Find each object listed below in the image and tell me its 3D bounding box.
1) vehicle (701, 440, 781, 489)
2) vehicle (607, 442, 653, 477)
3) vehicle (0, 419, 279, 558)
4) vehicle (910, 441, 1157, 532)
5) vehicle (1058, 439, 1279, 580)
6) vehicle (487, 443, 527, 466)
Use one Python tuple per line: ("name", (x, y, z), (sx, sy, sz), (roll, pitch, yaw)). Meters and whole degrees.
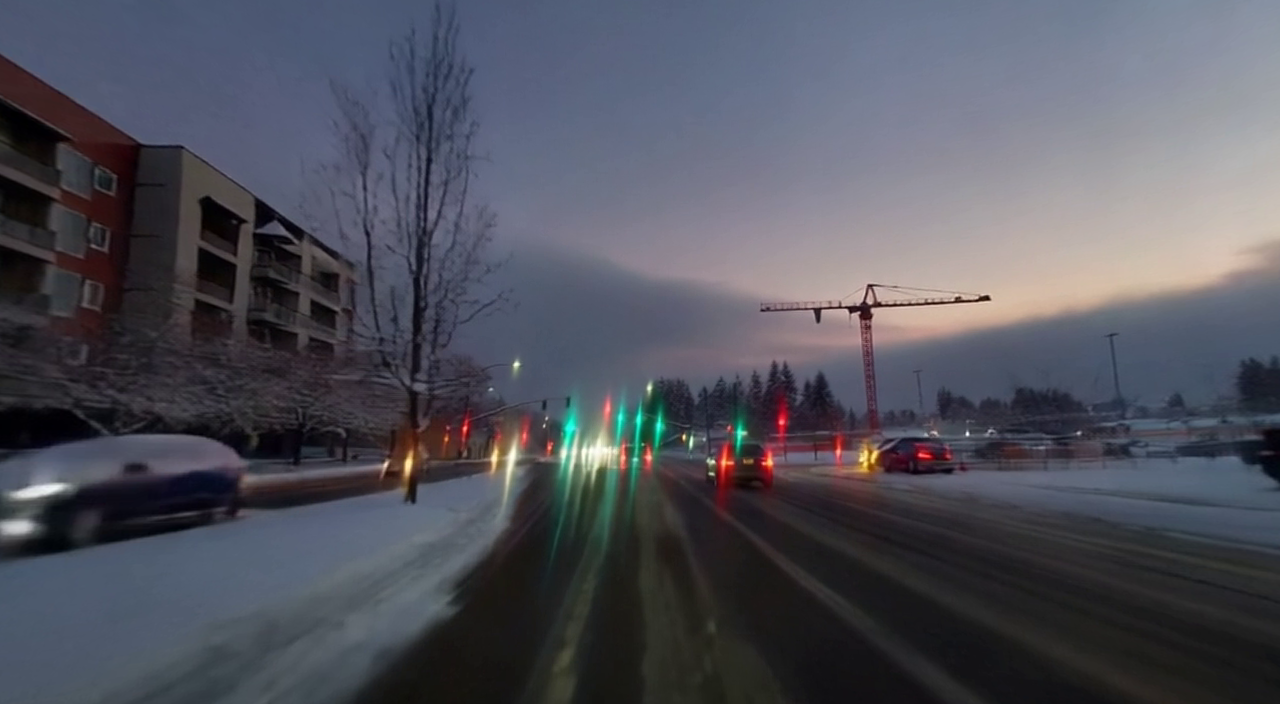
("vehicle", (3.270, 3.719, 21.255), (1.910, 1.474, 4.003), (0, -9, -1))
("vehicle", (-0.463, 4.976, 29.467), (2.006, 1.487, 3.535), (0, -9, 0))
("vehicle", (-7.973, 1.955, 9.764), (2.072, 1.623, 4.564), (0, -9, 0))
("vehicle", (7.445, 2.553, 12.677), (1.893, 1.455, 4.571), (0, -9, -2))
("vehicle", (7.589, 1.796, 7.662), (1.883, 1.452, 4.598), (0, -9, 0))
("vehicle", (-10.405, 8.054, 49.801), (1.973, 1.646, 4.427), (-1, -9, 3))
